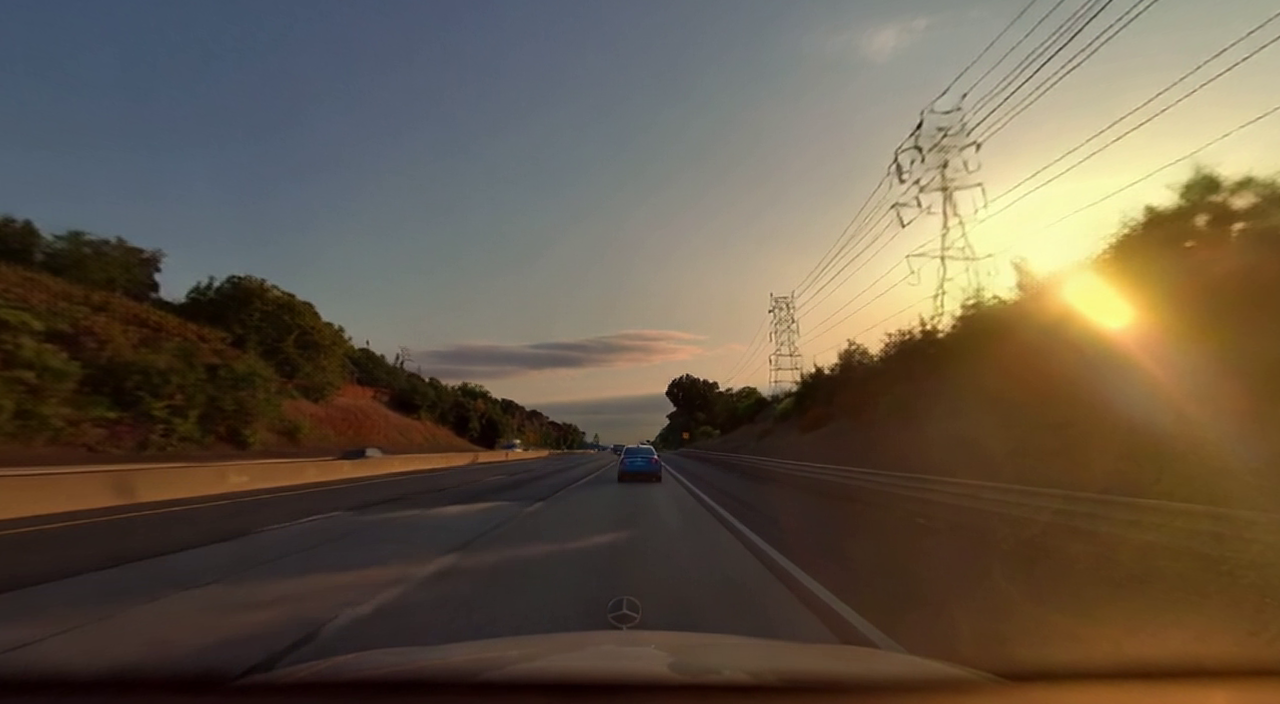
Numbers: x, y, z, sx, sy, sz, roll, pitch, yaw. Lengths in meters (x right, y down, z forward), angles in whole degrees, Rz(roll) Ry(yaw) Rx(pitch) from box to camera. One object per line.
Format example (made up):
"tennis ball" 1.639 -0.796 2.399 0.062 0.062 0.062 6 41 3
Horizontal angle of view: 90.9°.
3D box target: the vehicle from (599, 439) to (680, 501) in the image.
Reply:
"vehicle" -0.048 3.201 17.491 1.966 1.499 4.298 0 -9 -1
